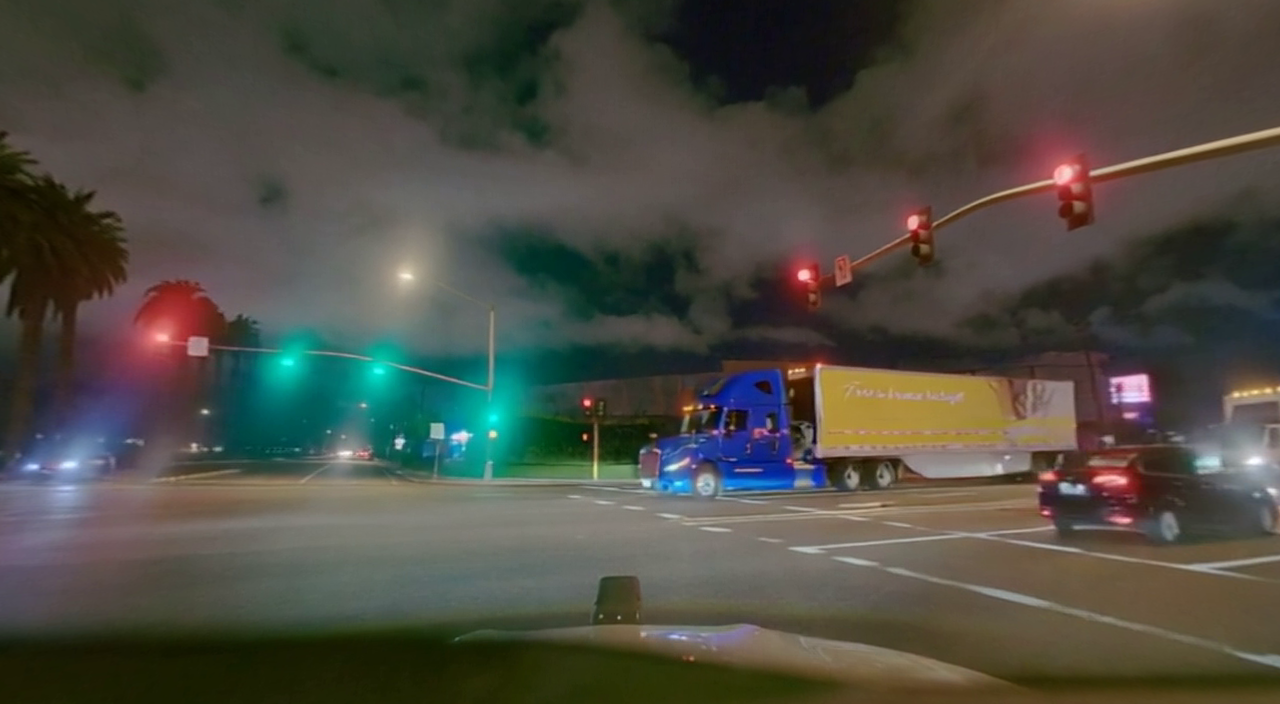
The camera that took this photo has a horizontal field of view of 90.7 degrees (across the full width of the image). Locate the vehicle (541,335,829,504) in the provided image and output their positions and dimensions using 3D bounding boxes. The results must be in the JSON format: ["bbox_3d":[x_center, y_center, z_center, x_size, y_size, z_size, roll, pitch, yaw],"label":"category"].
[{"bbox_3d":[1.443,2.172,19.330,8.167,4.352,3.029,4,-9,-24],"label":"vehicle"}]

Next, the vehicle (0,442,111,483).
[{"bbox_3d":[-27.166,5.079,29.523,2.028,1.744,4.876,3,-9,-19],"label":"vehicle"}]

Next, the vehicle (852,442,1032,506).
[{"bbox_3d":[9.028,3.578,18.929,4.958,1.510,1.949,1,-10,-24],"label":"vehicle"}]

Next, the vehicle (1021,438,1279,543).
[{"bbox_3d":[9.434,2.301,11.079,5.114,1.492,2.040,4,-9,-23],"label":"vehicle"}]

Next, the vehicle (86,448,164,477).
[{"bbox_3d":[-30.175,6.446,37.237,1.834,1.521,4.970,3,-9,-19],"label":"vehicle"}]

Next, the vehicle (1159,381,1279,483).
[{"bbox_3d":[24.623,3.371,26.379,3.372,3.903,3.027,4,-10,-23],"label":"vehicle"}]

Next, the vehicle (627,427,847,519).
[{"bbox_3d":[2.480,3.018,16.274,5.079,1.893,2.200,1,-10,-25],"label":"vehicle"}]
